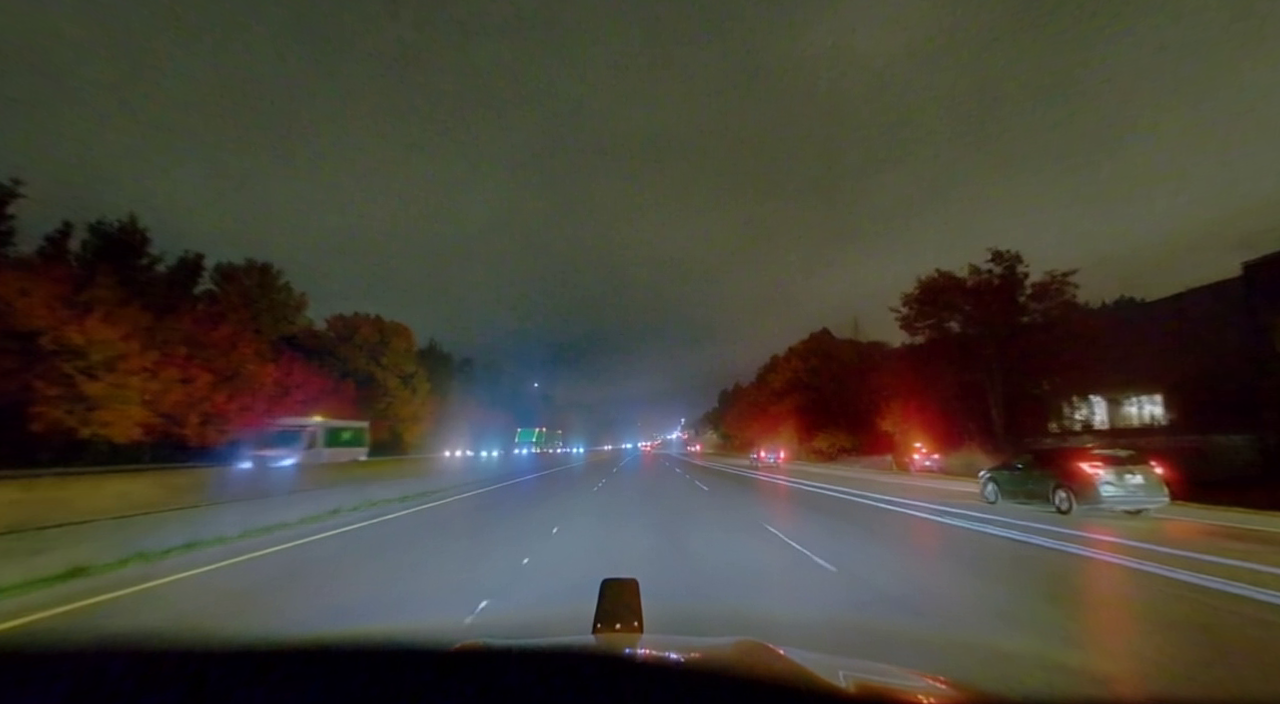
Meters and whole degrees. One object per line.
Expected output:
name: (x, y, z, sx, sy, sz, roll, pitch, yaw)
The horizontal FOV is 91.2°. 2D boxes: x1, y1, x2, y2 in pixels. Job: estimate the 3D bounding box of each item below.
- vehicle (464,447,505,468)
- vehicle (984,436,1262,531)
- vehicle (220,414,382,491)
vehicle: (-11.977, 8.135, 48.506, 1.918, 1.504, 4.582, 0, -9, 1)
vehicle: (8.915, 2.425, 12.156, 1.874, 1.494, 4.082, 1, -9, -5)
vehicle: (-12.079, 3.676, 23.127, 2.376, 2.426, 6.323, 0, -9, 0)
